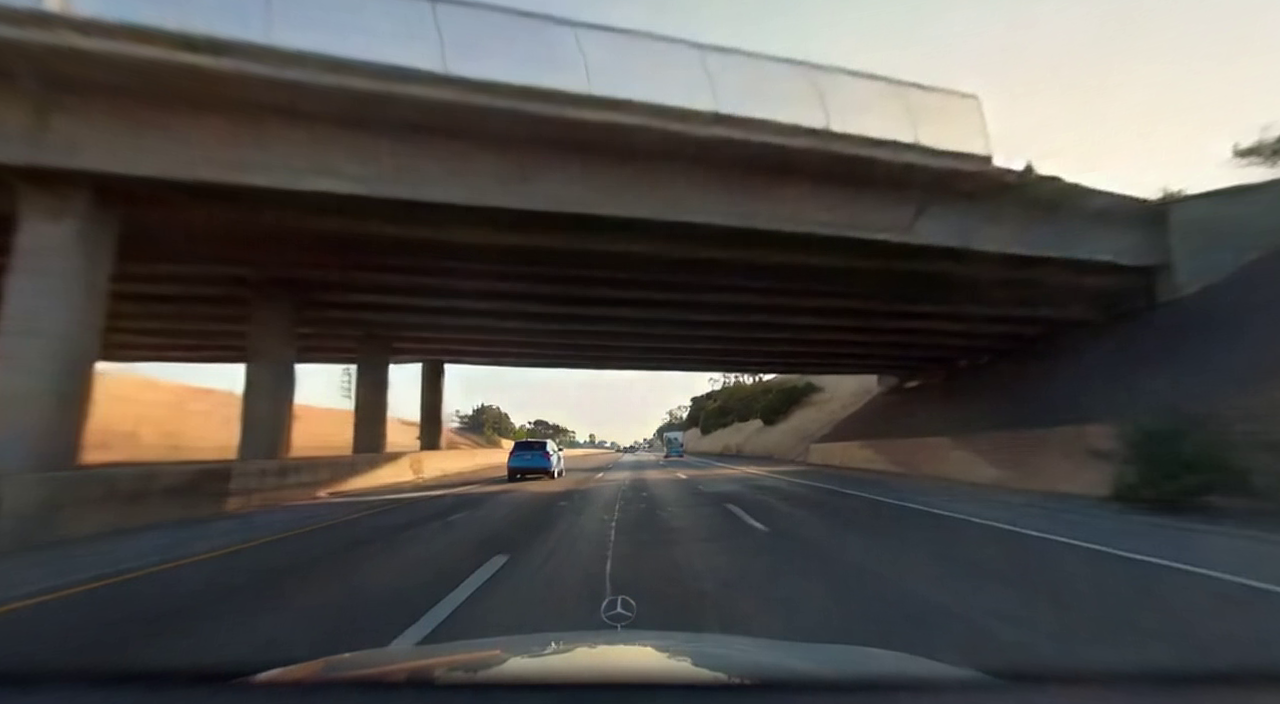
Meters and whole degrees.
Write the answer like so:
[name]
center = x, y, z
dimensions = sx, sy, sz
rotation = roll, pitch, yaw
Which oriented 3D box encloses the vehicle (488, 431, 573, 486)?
[vehicle]
center = -3.838, 3.878, 23.235
dimensions = 2.205, 1.773, 5.124
rotation = 0, -9, 0
